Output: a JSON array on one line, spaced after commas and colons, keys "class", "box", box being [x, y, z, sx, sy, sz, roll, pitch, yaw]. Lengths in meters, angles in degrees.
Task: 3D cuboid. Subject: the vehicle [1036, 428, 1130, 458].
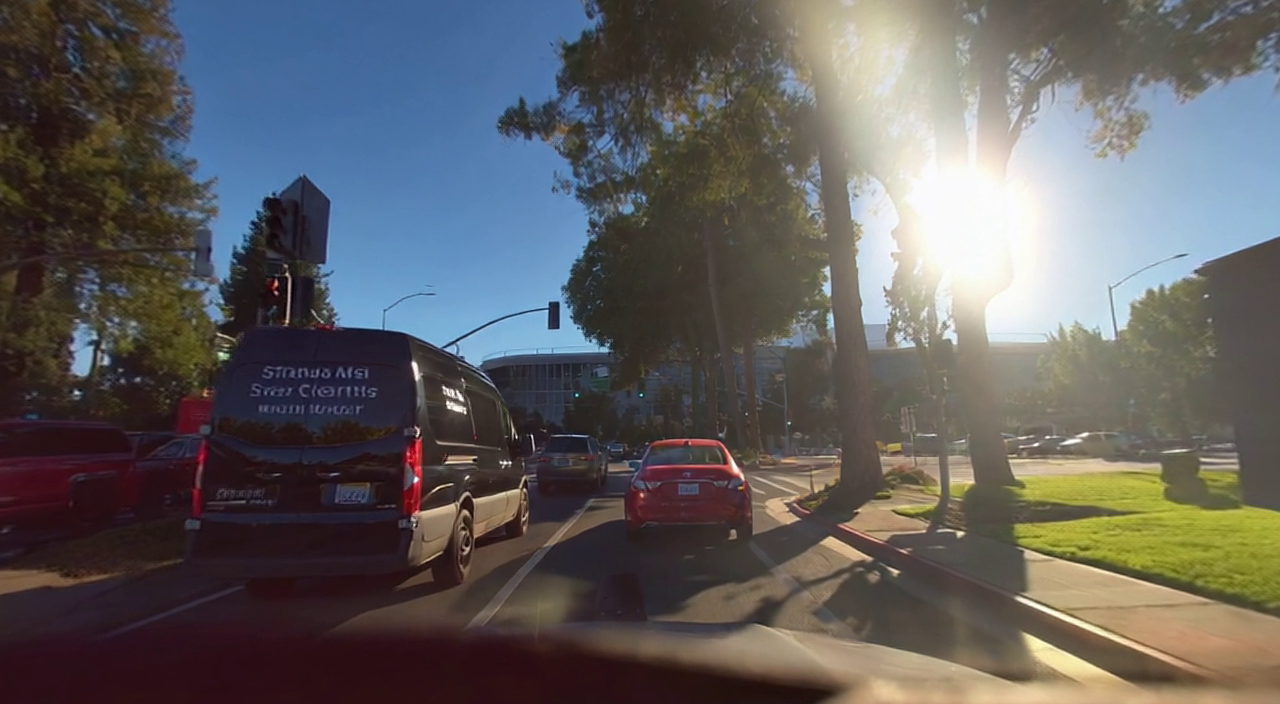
[{"class": "vehicle", "box": [31.686, 6.507, 45.066, 5.084, 2.041, 2.360, 1, -9, -8]}]

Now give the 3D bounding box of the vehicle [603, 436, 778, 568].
[{"class": "vehicle", "box": [0.935, 2.379, 10.880, 2.398, 1.773, 4.254, -1, -9, 7]}]

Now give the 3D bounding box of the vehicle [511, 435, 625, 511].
[{"class": "vehicle", "box": [-1.854, 3.359, 18.003, 2.130, 1.876, 4.445, -1, -9, 9]}]

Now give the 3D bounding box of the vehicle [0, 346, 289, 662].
[{"class": "vehicle", "box": [-5.966, 1.306, 5.843, 2.352, 2.333, 5.197, 0, -9, 0]}]

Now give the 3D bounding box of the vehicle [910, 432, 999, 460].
[{"class": "vehicle", "box": [21.656, 6.515, 43.413, 5.021, 1.848, 2.210, 1, -9, -9]}]

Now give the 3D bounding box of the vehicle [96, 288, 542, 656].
[{"class": "vehicle", "box": [-3.072, 1.365, 8.110, 2.555, 3.035, 5.702, 0, -9, 1]}]
